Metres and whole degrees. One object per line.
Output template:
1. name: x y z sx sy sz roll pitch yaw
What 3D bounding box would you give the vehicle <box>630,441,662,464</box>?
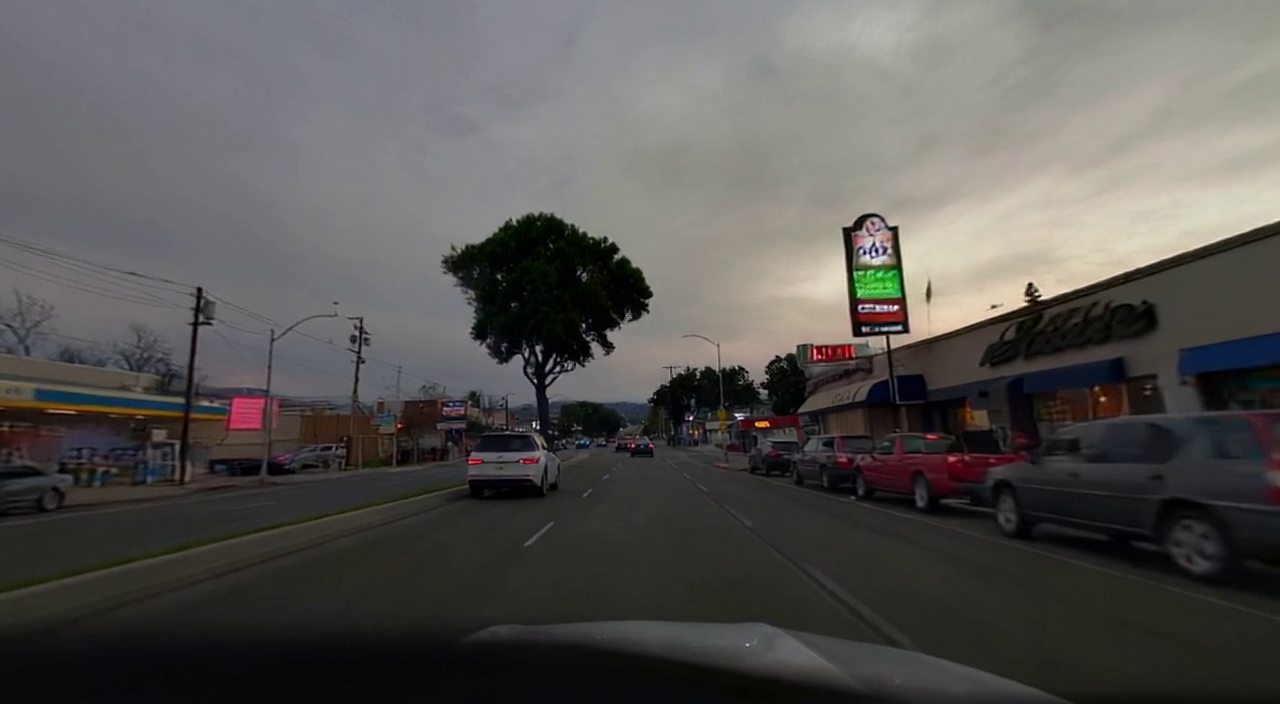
1. vehicle: 0.374 6.791 42.836 2.037 1.484 4.073 0 -9 0

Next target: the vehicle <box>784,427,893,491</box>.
1. vehicle: 6.429 3.530 21.082 2.128 1.900 4.724 0 -9 0

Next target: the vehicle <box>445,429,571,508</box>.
1. vehicle: -3.033 2.801 15.599 2.049 1.646 4.445 0 -9 2

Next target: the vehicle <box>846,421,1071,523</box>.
1. vehicle: 6.490 2.519 13.802 2.203 1.797 5.165 0 -9 0

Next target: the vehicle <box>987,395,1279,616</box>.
1. vehicle: 6.384 1.579 7.221 1.985 1.835 4.936 0 -9 0
